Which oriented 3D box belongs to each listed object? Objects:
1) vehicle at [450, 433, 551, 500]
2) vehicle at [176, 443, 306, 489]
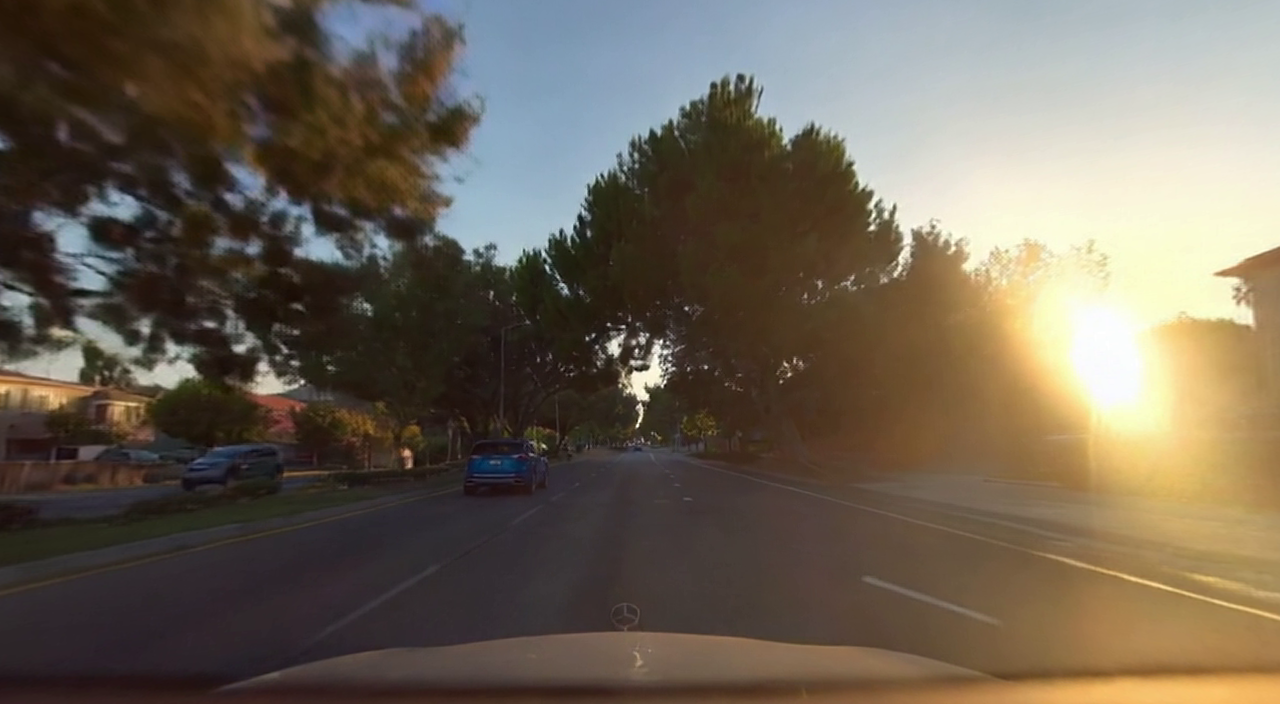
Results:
[{"bbox_3d":[-3.971,3.329,18.818,1.993,1.733,4.262,-1,-8,1],"label":"vehicle"},{"bbox_3d":[-16.676,4.752,26.804,2.202,1.724,4.934,-1,-8,1],"label":"vehicle"}]
